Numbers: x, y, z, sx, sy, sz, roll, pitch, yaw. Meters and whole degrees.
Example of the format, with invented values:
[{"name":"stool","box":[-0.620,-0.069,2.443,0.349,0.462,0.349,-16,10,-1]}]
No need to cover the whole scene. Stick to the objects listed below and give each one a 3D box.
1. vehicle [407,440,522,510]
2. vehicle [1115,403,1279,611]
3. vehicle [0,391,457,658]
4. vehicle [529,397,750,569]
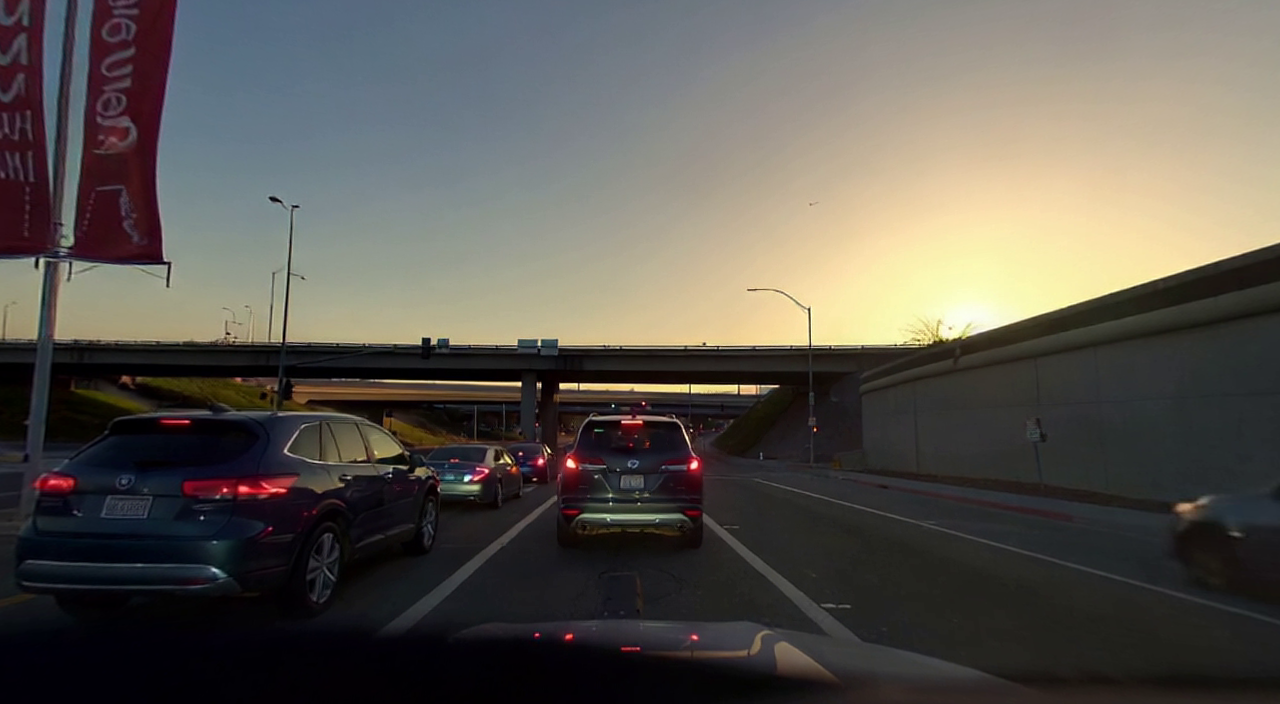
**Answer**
[{"name":"vehicle","box":[-4.150,2.944,15.429,1.797,1.505,3.506,0,-9,0]},{"name":"vehicle","box":[6.504,1.213,4.680,2.191,1.730,4.658,0,-9,-1]},{"name":"vehicle","box":[-3.495,1.434,6.260,2.039,1.709,4.265,0,-9,0]},{"name":"vehicle","box":[-0.086,1.770,9.197,2.409,1.864,4.471,0,-9,-2]}]
